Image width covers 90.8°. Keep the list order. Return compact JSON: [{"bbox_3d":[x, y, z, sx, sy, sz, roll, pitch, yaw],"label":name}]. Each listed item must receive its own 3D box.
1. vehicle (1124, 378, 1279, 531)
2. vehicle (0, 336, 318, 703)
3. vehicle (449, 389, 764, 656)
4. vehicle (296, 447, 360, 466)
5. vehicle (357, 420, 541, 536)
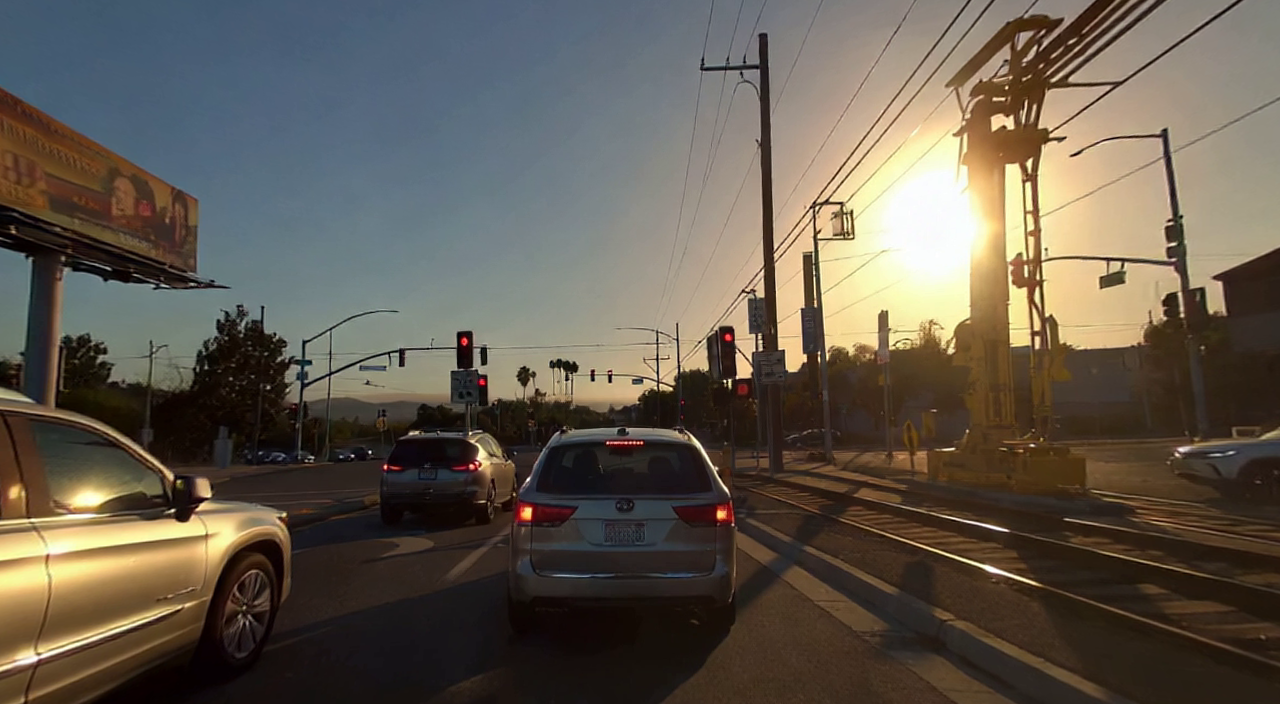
[{"bbox_3d":[9.608,1.310,8.200,5.060,1.702,2.033,1,-9,-4],"label":"vehicle"},{"bbox_3d":[-3.936,0.874,3.059,2.052,1.814,5.184,0,-9,-1],"label":"vehicle"},{"bbox_3d":[-0.215,1.379,5.997,2.025,1.723,3.644,0,-9,0],"label":"vehicle"},{"bbox_3d":[-24.208,8.095,49.074,4.357,1.444,1.842,-3,-9,19],"label":"vehicle"},{"bbox_3d":[-3.158,2.183,11.514,1.988,1.678,4.317,0,-9,0],"label":"vehicle"}]
